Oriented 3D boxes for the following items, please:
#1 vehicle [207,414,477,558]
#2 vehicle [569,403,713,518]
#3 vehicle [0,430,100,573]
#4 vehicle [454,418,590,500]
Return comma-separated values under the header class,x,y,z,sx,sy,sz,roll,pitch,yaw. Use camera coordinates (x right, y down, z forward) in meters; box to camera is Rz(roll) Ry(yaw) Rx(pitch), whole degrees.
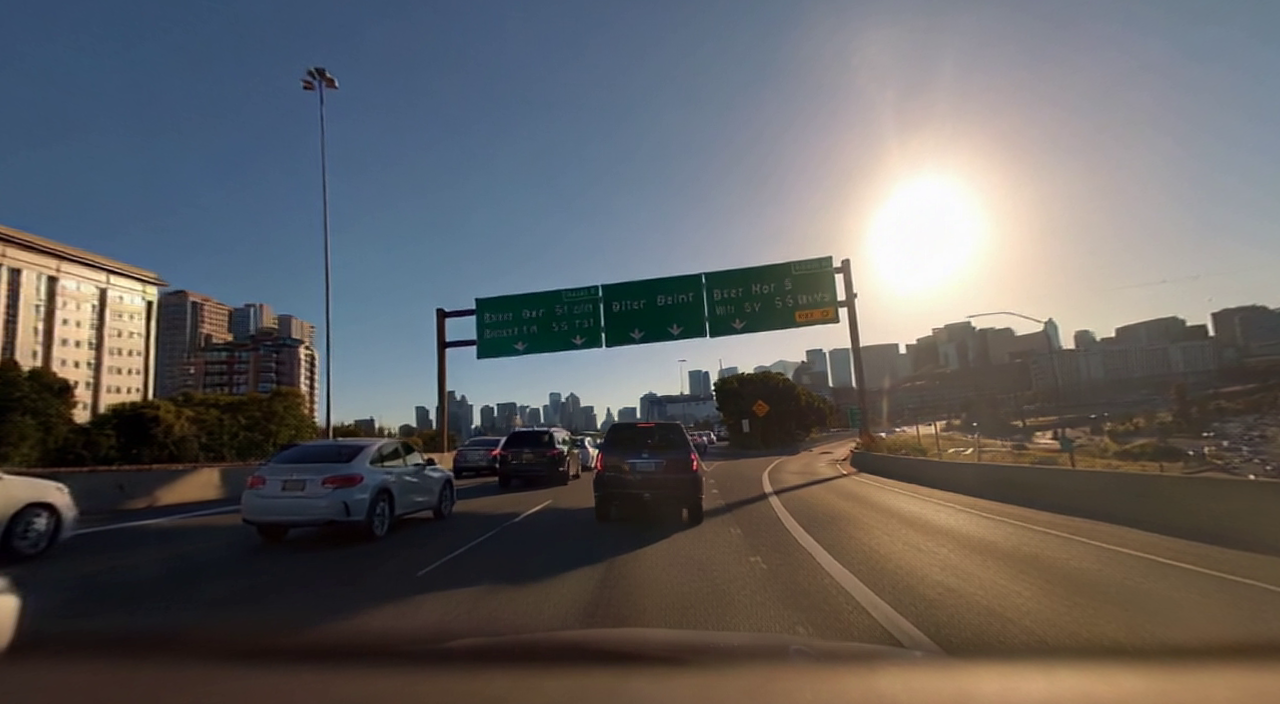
class,x,y,z,sx,sy,sz,roll,pitch,yaw
vehicle,-4.208,1.959,9.935,1.953,1.729,4.377,0,-9,2
vehicle,0.115,2.418,14.490,2.616,2.063,5.933,0,-9,2
vehicle,-7.857,1.446,5.695,1.794,1.527,4.533,0,-9,3
vehicle,-3.044,2.983,17.970,2.286,1.931,5.729,-1,-9,5
